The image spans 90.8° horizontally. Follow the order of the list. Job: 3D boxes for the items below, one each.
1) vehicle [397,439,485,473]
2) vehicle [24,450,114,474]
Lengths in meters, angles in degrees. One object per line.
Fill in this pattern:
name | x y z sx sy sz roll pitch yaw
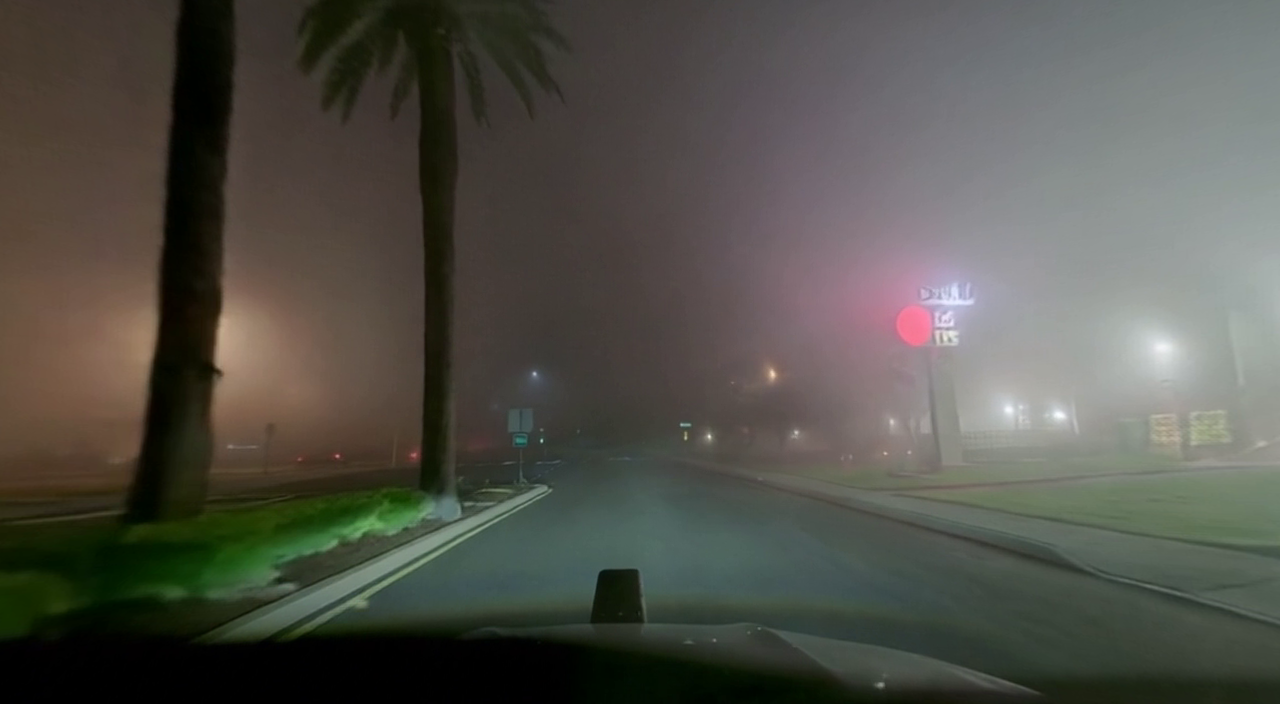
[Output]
vehicle | -11.661 6.070 37.037 4.651 1.863 2.174 -5 -10 27
vehicle | -37.823 7.270 42.049 1.919 1.502 4.695 1 -9 -6
